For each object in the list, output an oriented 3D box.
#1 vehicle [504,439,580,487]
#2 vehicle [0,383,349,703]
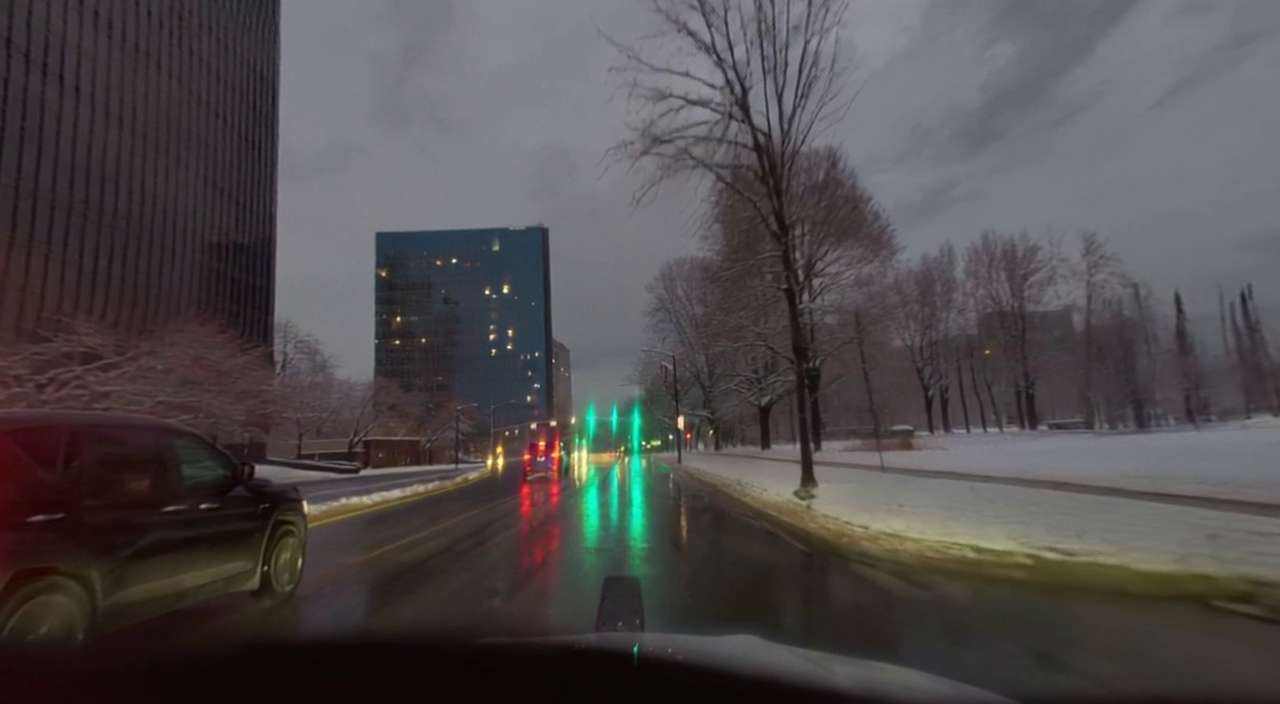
[{"bbox_3d":[-4.077,4.736,27.130,2.384,1.849,5.009,0,-9,1],"label":"vehicle"},{"bbox_3d":[-4.490,1.283,4.916,2.169,1.741,4.588,0,-9,1],"label":"vehicle"}]
